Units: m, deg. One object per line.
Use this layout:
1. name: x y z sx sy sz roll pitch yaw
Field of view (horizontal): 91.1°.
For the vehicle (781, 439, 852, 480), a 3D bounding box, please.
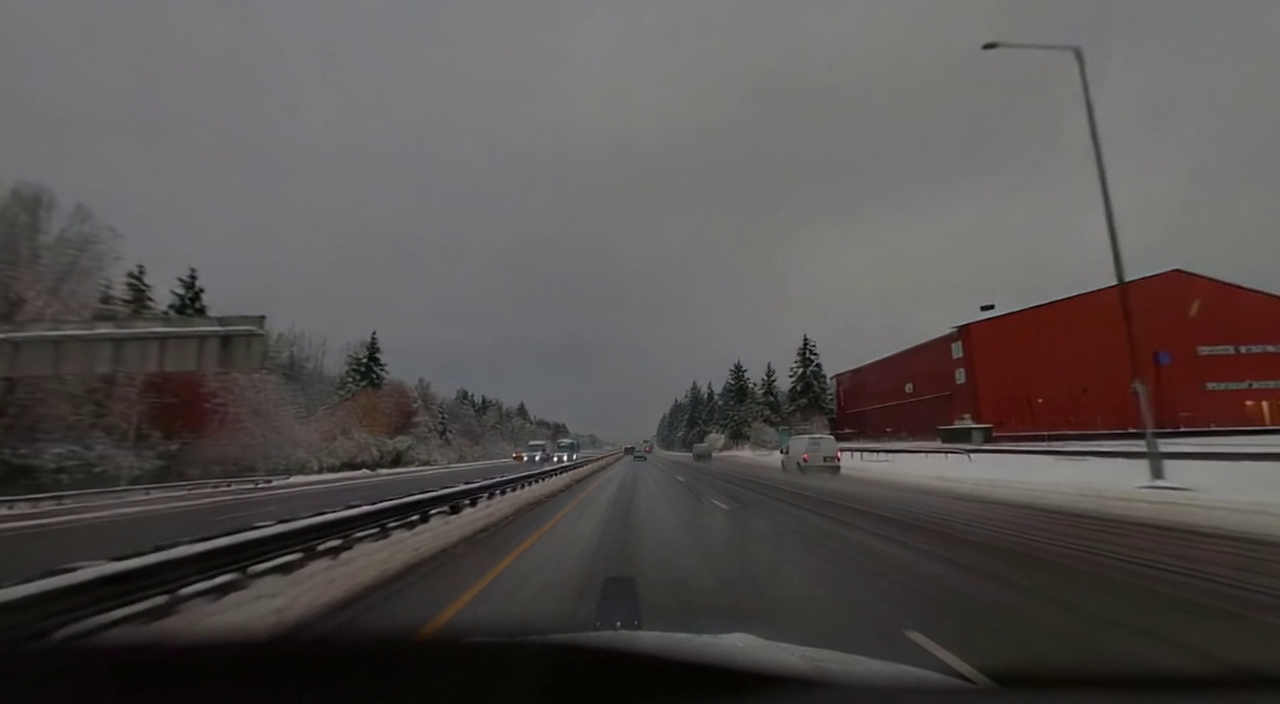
1. vehicle: 8.912 5.483 32.272 2.156 1.943 5.010 0 -9 0
